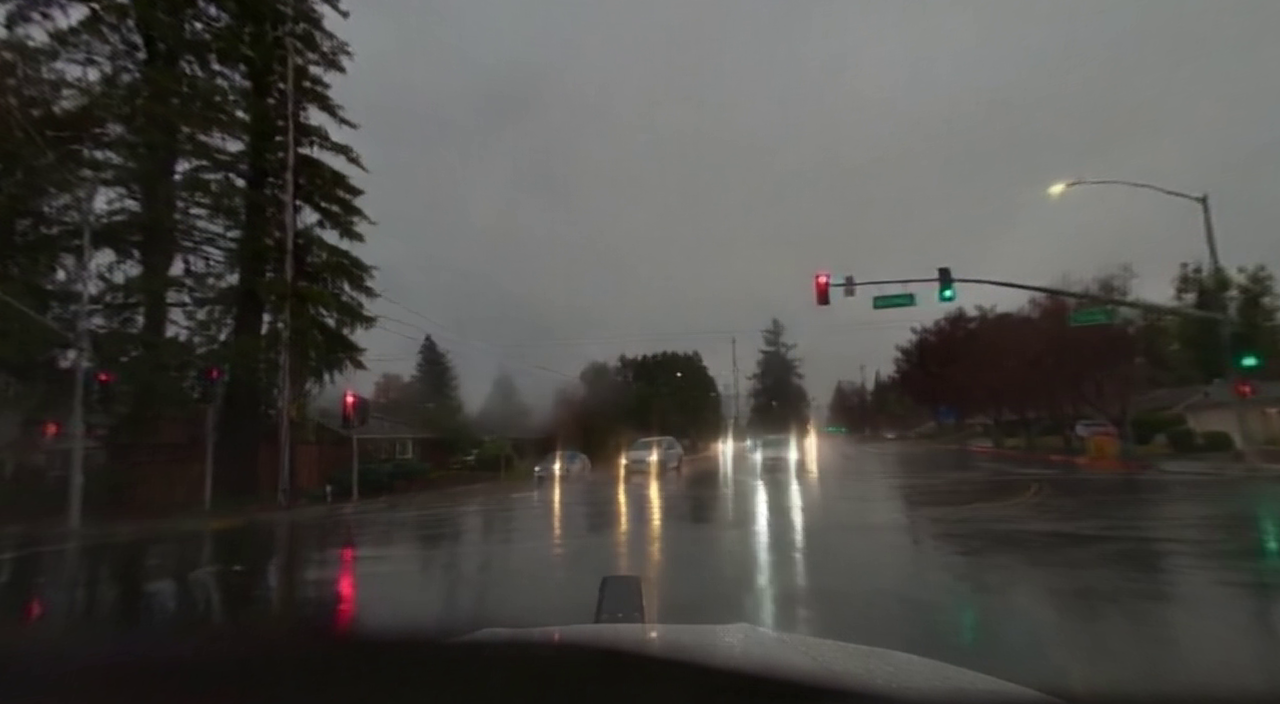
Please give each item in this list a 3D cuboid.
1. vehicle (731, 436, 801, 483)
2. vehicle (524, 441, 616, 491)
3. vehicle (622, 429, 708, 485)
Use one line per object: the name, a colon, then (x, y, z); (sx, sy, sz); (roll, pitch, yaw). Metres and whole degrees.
vehicle: (4.609, 3.838, 22.876); (2.174, 1.477, 4.805); (-2, -9, 12)
vehicle: (-2.695, 4.573, 25.740); (2.241, 1.819, 4.690); (-2, -9, 13)
vehicle: (1.147, 4.202, 25.604); (2.479, 1.977, 5.254); (-2, -9, 13)
